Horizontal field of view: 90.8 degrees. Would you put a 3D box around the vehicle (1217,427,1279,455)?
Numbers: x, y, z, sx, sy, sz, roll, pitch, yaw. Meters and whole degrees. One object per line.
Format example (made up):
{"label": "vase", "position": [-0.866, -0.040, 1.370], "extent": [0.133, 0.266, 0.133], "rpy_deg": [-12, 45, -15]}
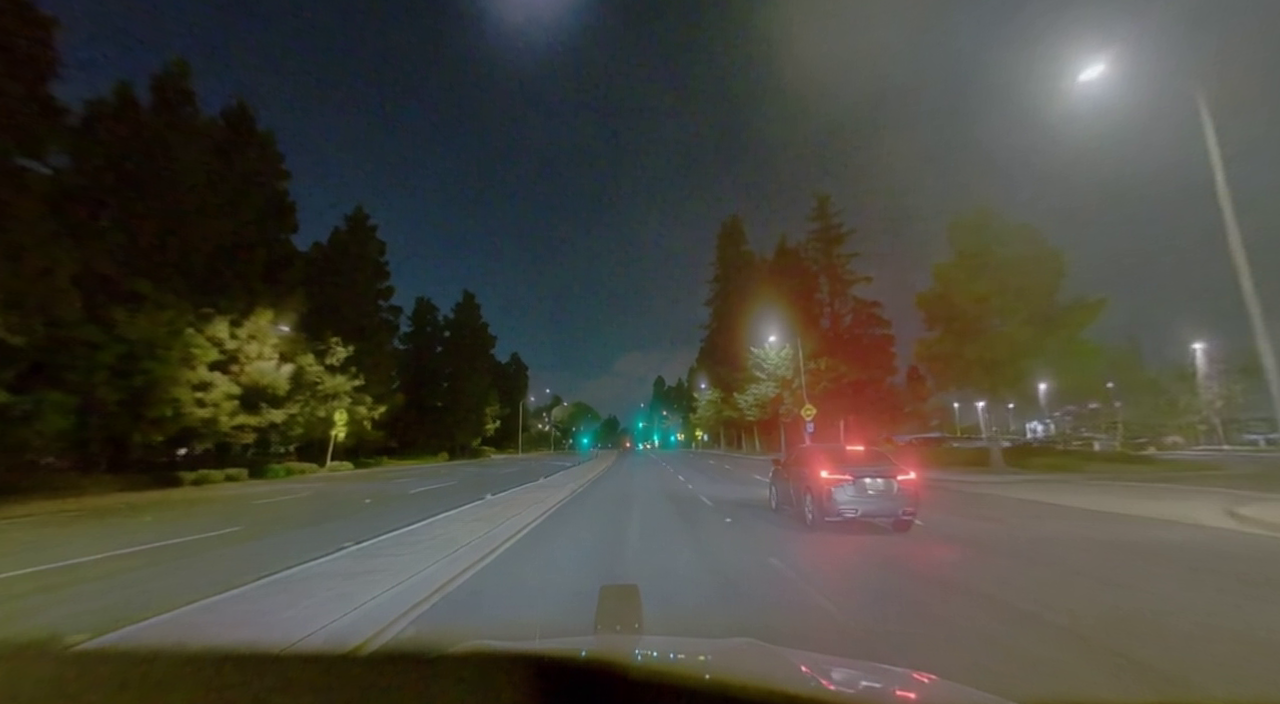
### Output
{"label": "vehicle", "position": [41.524, 5.911, 41.981], "extent": [4.176, 1.781, 2.144], "rpy_deg": [0, -9, -1]}

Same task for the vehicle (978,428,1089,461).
{"label": "vehicle", "position": [25.485, 6.002, 41.055], "extent": [5.672, 1.841, 2.092], "rpy_deg": [-2, -7, 0]}

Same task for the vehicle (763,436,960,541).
{"label": "vehicle", "position": [3.525, 2.236, 10.985], "extent": [1.852, 1.453, 4.083], "rpy_deg": [0, -9, -1]}
